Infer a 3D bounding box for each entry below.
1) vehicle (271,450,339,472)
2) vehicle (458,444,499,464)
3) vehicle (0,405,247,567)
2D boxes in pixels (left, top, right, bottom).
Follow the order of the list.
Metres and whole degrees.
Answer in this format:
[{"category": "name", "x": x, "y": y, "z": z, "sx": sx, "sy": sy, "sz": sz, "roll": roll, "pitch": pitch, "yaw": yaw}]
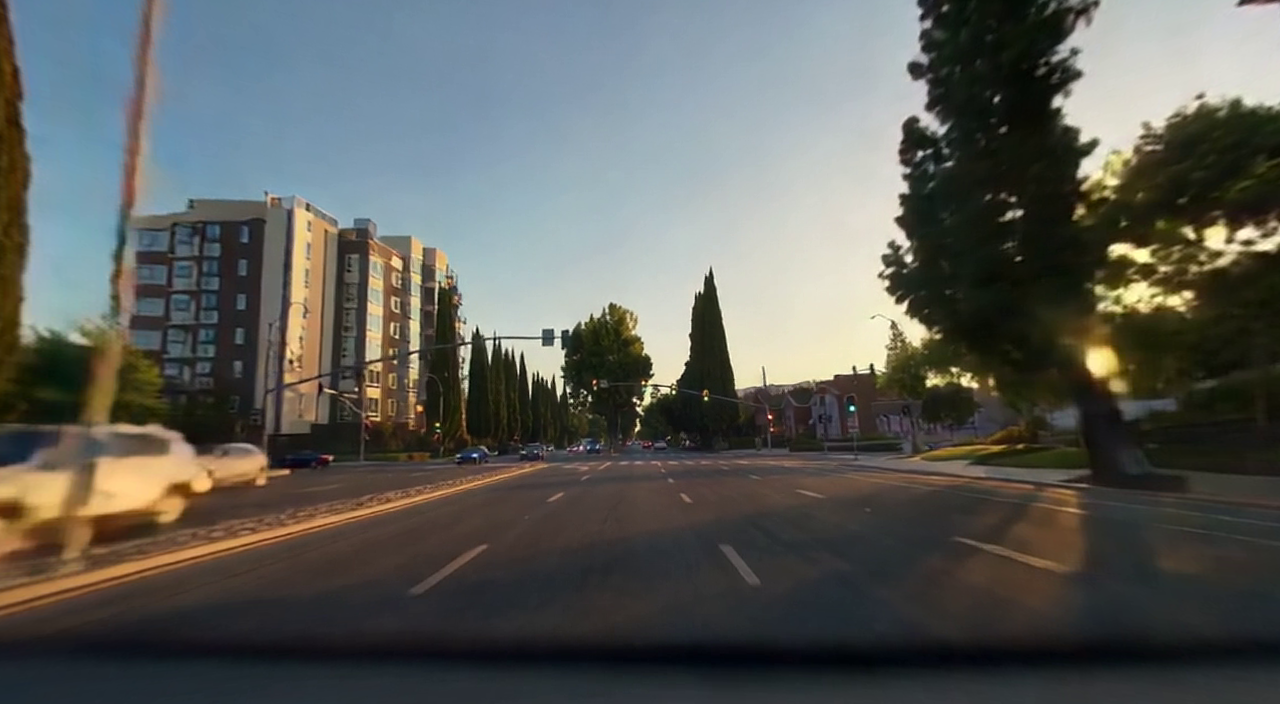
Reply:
[{"category": "vehicle", "x": -26.240, "y": 8.515, "z": 49.485, "sx": 4.464, "sy": 1.599, "sz": 2.014, "roll": -2, "pitch": -9, "yaw": 15}, {"category": "vehicle", "x": -12.133, "y": 7.674, "z": 47.744, "sx": 1.952, "sy": 1.478, "sz": 4.521, "roll": 0, "pitch": -8, "yaw": 0}, {"category": "vehicle", "x": -8.449, "y": 1.862, "z": 9.467, "sx": 2.131, "sy": 1.836, "sz": 4.670, "roll": 0, "pitch": -8, "yaw": -1}]
